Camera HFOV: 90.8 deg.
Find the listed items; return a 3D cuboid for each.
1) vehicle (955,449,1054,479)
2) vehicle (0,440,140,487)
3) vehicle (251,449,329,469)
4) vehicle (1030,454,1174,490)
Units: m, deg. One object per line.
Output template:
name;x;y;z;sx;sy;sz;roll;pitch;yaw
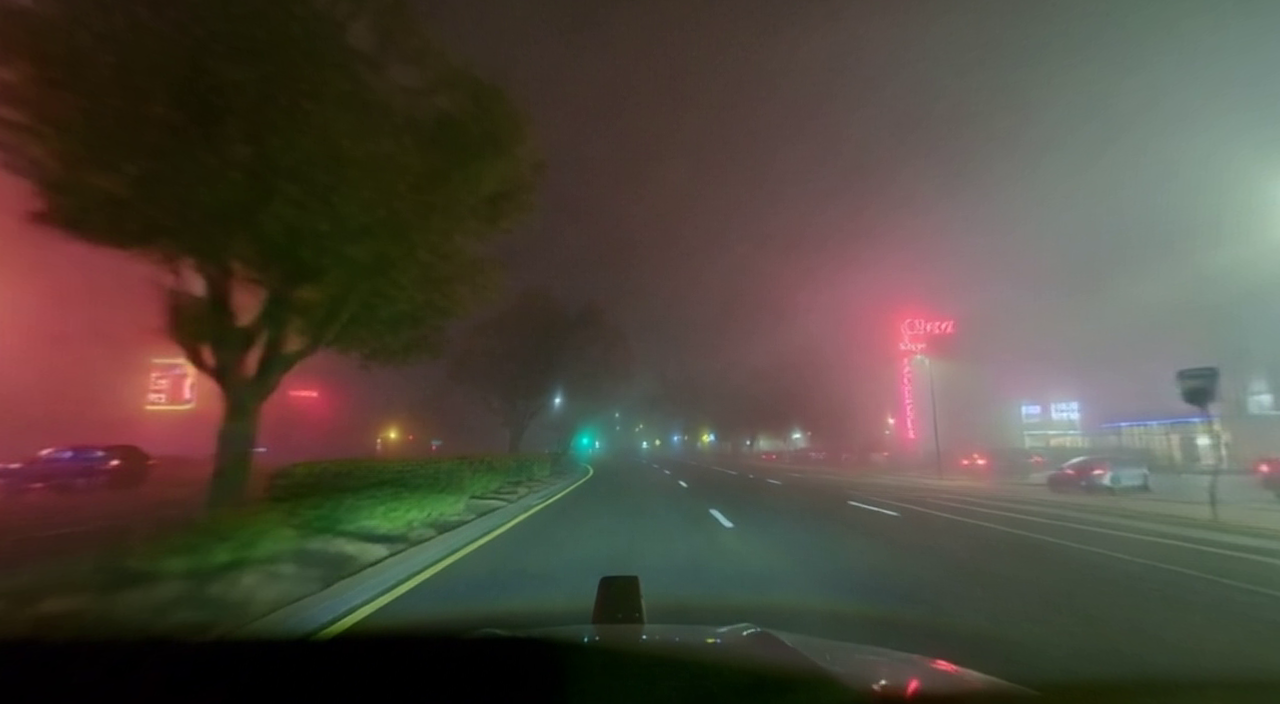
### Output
vehicle;20.740;6.363;36.078;4.423;1.633;2.010;0;-9;-1
vehicle;-26.117;4.880;28.173;2.356;1.853;6.402;0;-8;1
vehicle;-26.934;8.237;48.729;4.777;1.469;1.937;1;-9;-6
vehicle;20.188;5.240;27.774;4.764;1.455;1.832;-1;-9;3
